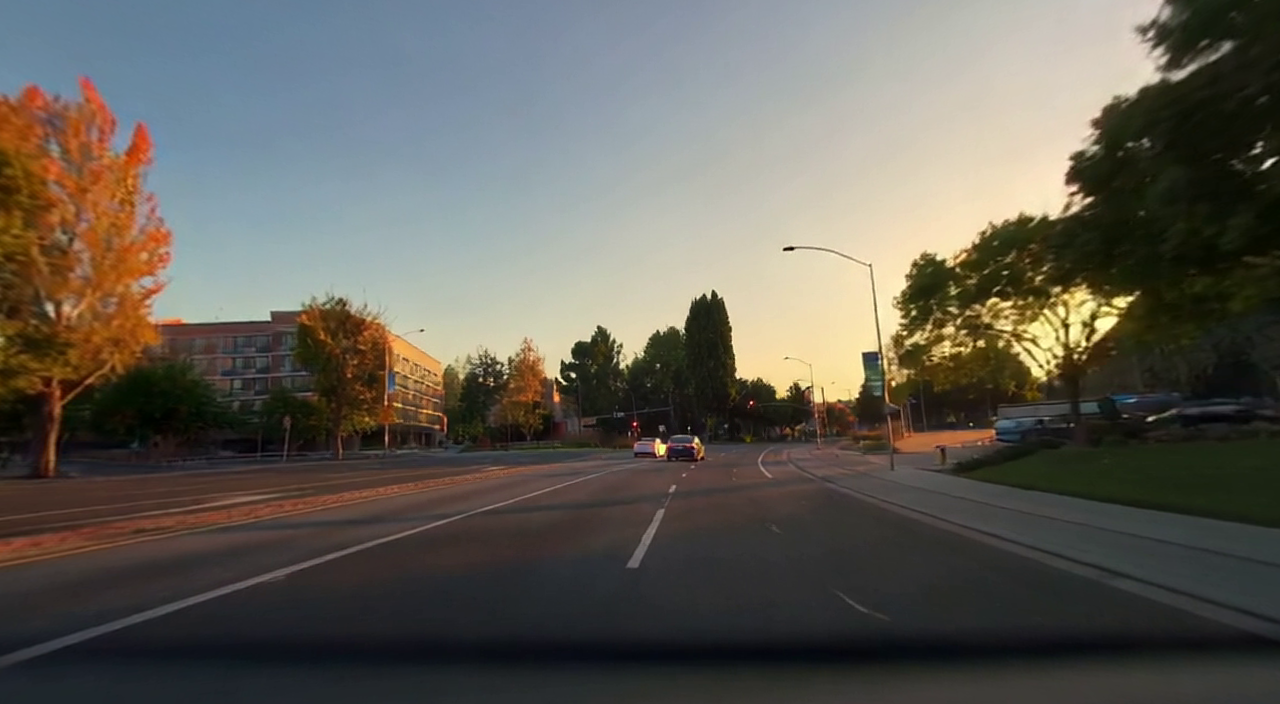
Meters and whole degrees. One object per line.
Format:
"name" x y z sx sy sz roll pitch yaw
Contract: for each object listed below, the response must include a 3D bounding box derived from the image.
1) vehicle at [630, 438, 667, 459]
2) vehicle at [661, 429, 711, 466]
"vehicle" 0.675 7.108 46.600 1.952 1.472 4.312 -2 -9 11
"vehicle" 2.729 5.489 36.395 2.356 1.931 4.840 -2 -9 10
